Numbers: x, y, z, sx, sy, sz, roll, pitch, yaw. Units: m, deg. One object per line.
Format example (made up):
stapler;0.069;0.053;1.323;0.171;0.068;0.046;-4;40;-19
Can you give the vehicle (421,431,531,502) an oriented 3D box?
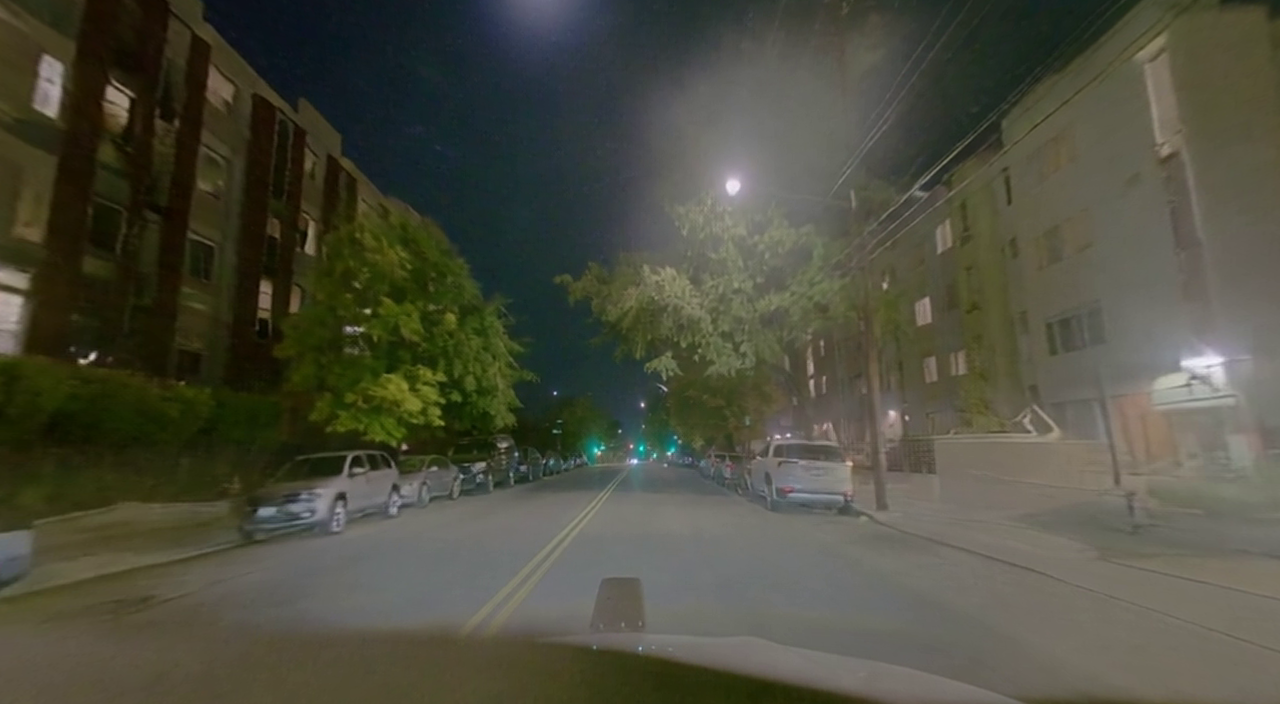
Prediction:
vehicle;-5.989;4.177;23.860;2.376;2.219;6.021;-2;-7;2

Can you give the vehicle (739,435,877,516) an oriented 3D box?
vehicle;4.013;3.019;15.888;2.328;1.730;4.225;0;-8;0

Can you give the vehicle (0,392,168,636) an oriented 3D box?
vehicle;-6.194;1.201;3.845;2.063;1.936;5.919;-4;-8;0

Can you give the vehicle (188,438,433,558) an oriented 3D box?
vehicle;-6.071;2.664;12.476;2.247;1.698;4.944;-3;-7;0
